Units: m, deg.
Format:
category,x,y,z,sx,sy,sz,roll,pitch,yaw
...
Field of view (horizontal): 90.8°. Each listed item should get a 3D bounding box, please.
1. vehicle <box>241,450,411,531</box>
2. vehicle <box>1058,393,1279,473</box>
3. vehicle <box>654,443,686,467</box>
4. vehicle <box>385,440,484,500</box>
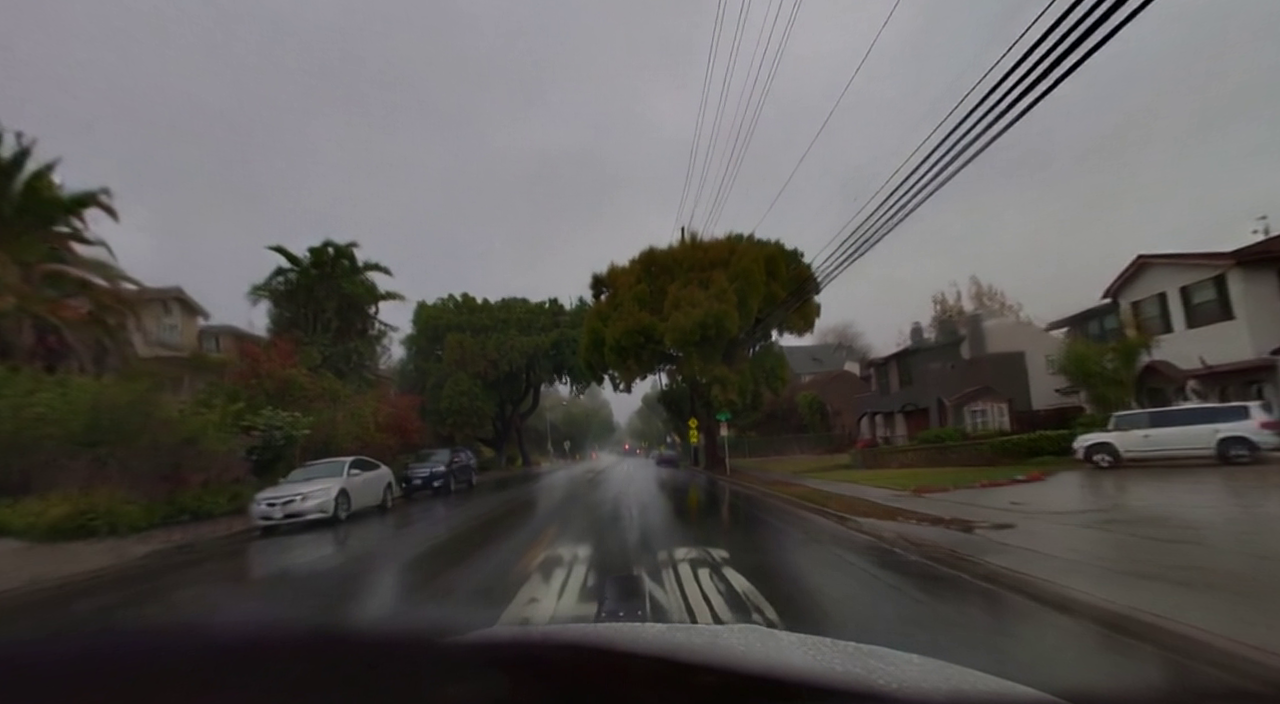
category,x,y,z,sx,sy,sz,roll,pitch,yaw
vehicle,-7.135,3.145,14.917,2.041,1.587,3.920,-2,-9,-1
vehicle,13.524,2.035,15.872,4.836,1.789,2.229,-4,-9,31
vehicle,2.158,7.654,47.098,1.971,1.710,4.210,0,-9,-3
vehicle,-7.290,4.218,22.917,2.135,1.787,4.452,-4,-9,0
